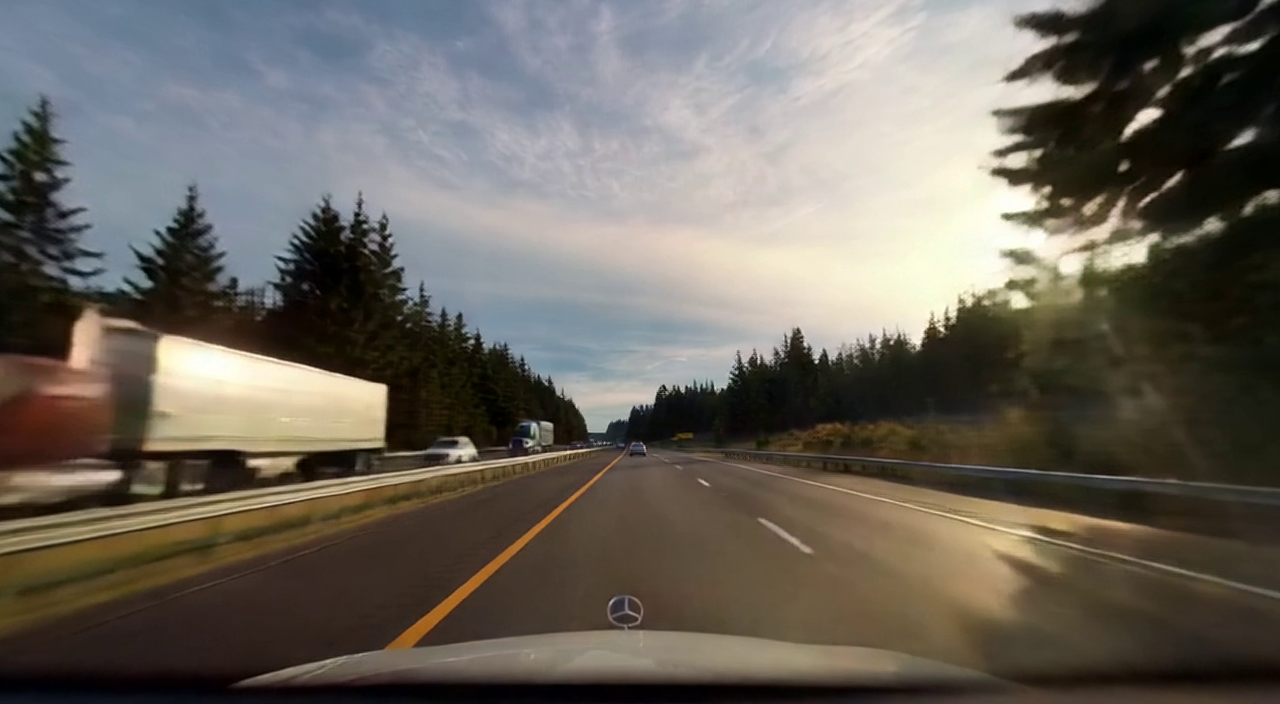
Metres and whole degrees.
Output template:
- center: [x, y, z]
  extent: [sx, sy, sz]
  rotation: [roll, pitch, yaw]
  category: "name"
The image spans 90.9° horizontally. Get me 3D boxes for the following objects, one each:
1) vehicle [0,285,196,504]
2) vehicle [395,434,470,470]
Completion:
- center: [-13.339, 0.884, 12.324]
  extent: [3.009, 4.018, 8.498]
  rotation: [0, -8, 0]
  category: "vehicle"
- center: [-9.160, 4.454, 28.273]
  extent: [1.846, 1.463, 4.537]
  rotation: [0, -8, 0]
  category: "vehicle"
